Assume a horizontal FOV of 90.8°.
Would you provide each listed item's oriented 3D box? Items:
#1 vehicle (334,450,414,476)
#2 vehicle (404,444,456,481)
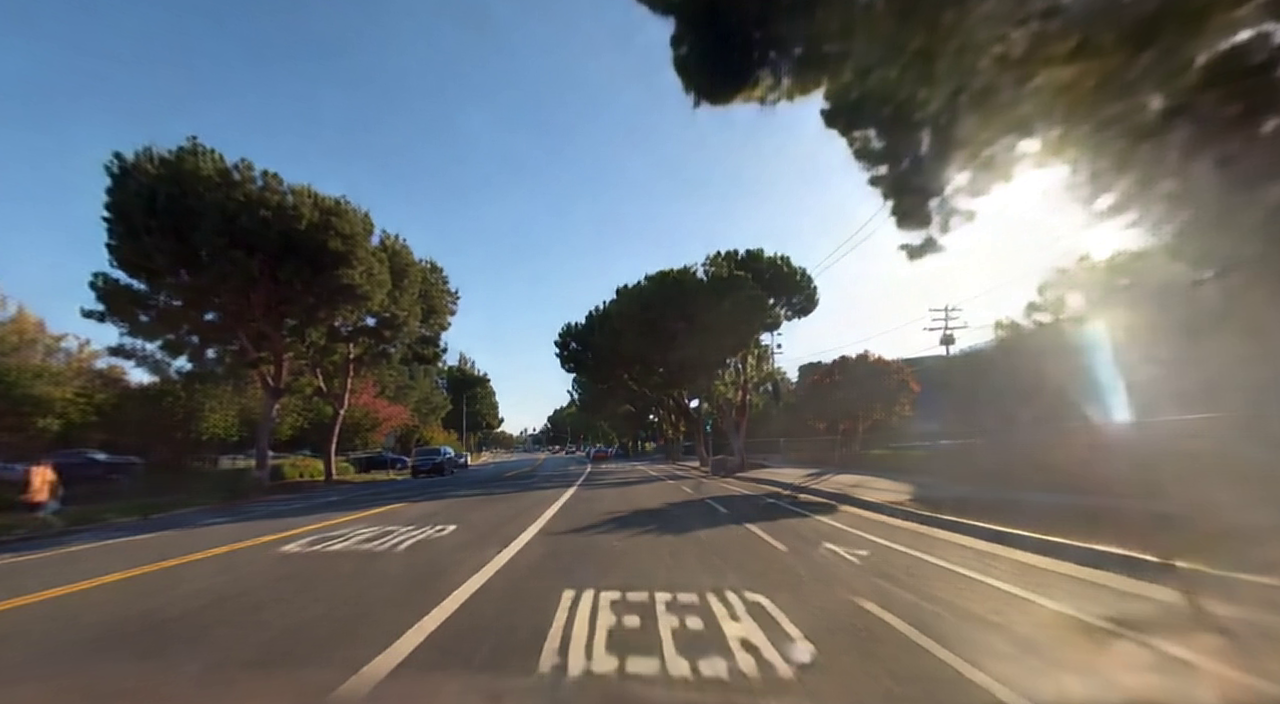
[{"bbox_3d":[-20.792,8.663,49.503,5.168,1.886,2.283,0,-8,0],"label":"vehicle"},{"bbox_3d":[-14.413,7.577,43.659,2.314,2.144,5.403,-3,-7,-7],"label":"vehicle"}]
